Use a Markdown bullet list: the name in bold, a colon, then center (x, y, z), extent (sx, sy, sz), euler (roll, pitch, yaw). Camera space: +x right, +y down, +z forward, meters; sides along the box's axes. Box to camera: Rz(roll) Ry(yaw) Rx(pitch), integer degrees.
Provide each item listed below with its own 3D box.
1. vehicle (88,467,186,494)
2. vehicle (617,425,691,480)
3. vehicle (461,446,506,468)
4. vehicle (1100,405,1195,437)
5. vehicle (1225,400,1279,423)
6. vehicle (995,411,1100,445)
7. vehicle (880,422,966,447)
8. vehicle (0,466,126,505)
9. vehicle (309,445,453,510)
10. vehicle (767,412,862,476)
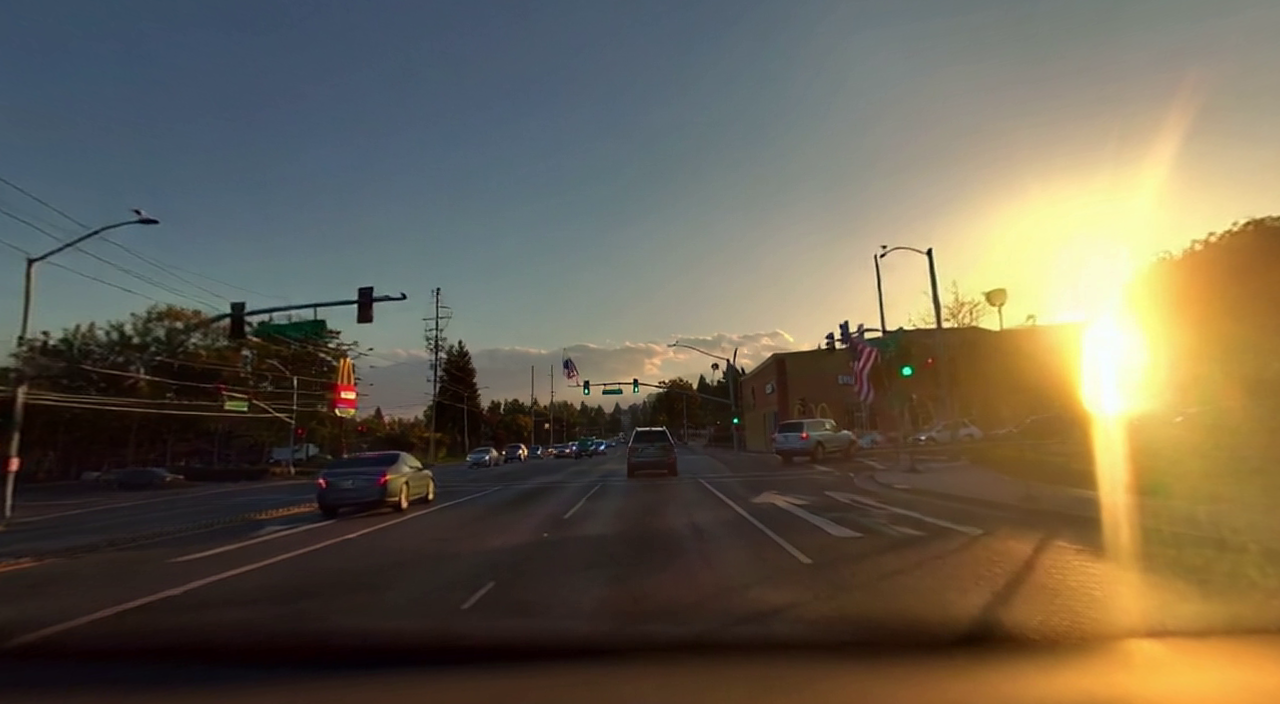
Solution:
- **vehicle**: center (-30.497, 7.785, 38.293), extent (4.269, 1.436, 1.976), euler (0, -8, 2)
- **vehicle**: center (0.459, 3.820, 24.260), extent (2.513, 1.854, 5.235), euler (0, -8, 0)
- **vehicle**: center (-11.208, 7.539, 45.443), extent (2.016, 1.468, 4.612), euler (0, -8, 0)
- **vehicle**: center (34.455, 4.701, 42.883), extent (4.819, 1.562, 1.877), euler (-6, -8, -3)
- **vehicle**: center (43.587, 4.106, 43.483), extent (4.379, 1.492, 1.995), euler (0, -8, 0)
- **vehicle**: center (22.188, 4.165, 34.433), extent (4.386, 1.760, 2.228), euler (1, -8, -11)
- **vehicle**: center (17.693, 5.175, 39.568), extent (4.430, 1.480, 1.923), euler (0, -8, -1)
- **vehicle**: center (-29.802, 6.815, 32.374), extent (4.890, 1.806, 2.205), euler (0, -8, 2)
- **vehicle**: center (-6.634, 3.221, 16.797), extent (1.966, 1.461, 4.422), euler (0, -8, 0)
- **vehicle**: center (6.945, 3.555, 24.545), extent (2.452, 2.148, 5.877), euler (-4, -9, 26)
